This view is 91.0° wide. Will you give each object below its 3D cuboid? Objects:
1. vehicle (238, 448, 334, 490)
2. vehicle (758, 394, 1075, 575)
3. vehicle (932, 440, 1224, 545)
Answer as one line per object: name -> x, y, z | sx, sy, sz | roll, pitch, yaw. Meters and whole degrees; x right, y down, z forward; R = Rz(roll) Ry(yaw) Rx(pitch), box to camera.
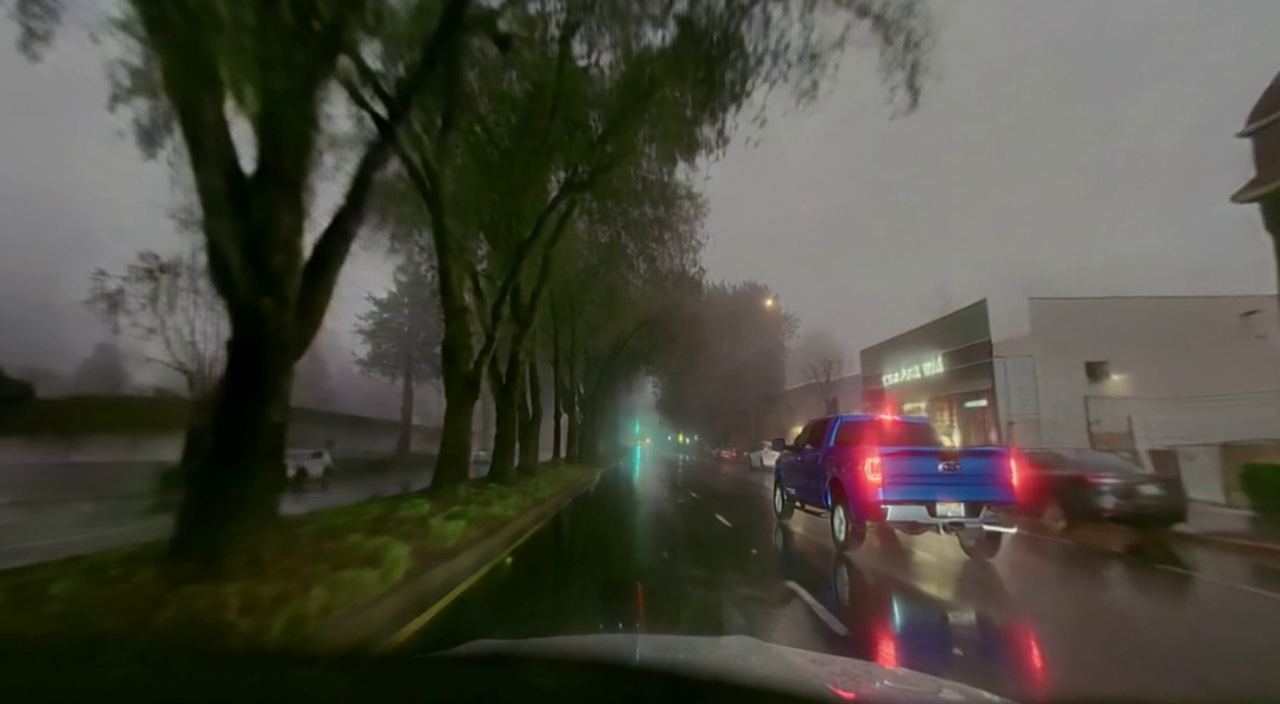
vehicle -> -15.984, 5.245, 28.705 | 1.913, 1.734, 4.357 | 1, -9, -2
vehicle -> 3.333, 1.755, 9.166 | 2.085, 1.828, 5.383 | 0, -9, -1
vehicle -> 7.532, 2.397, 11.571 | 2.076, 1.536, 4.423 | 1, -8, -2
